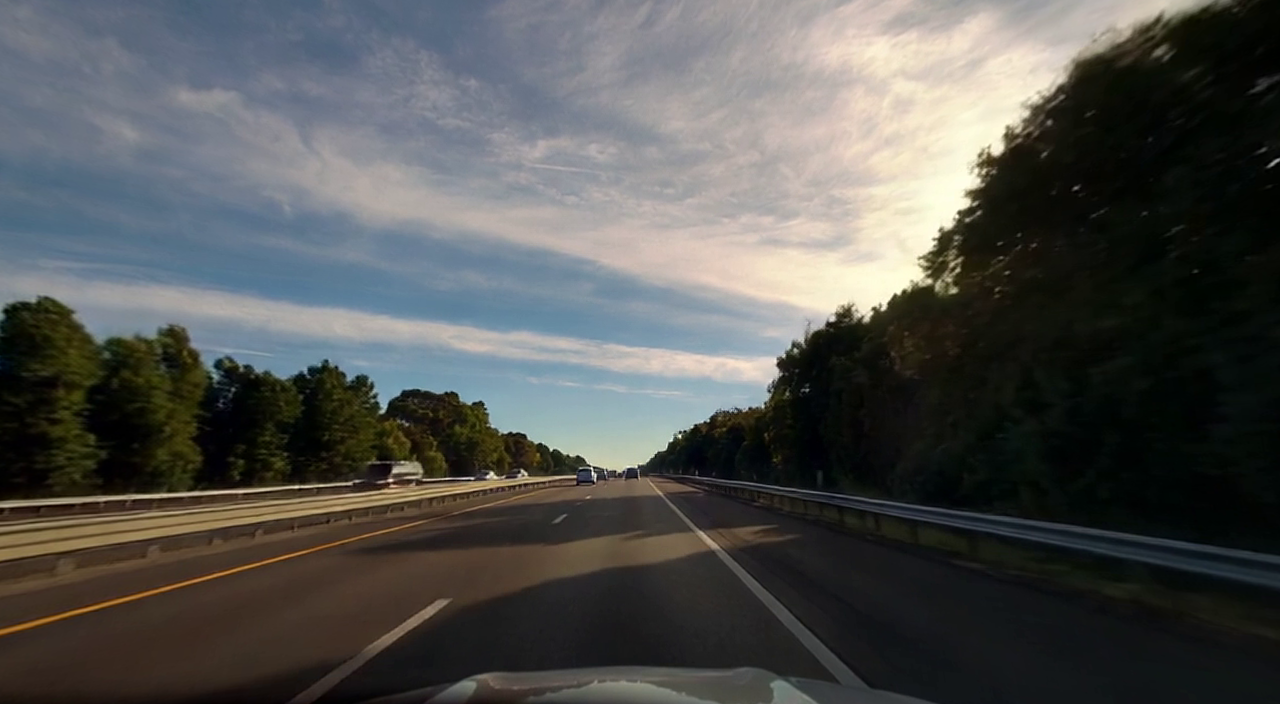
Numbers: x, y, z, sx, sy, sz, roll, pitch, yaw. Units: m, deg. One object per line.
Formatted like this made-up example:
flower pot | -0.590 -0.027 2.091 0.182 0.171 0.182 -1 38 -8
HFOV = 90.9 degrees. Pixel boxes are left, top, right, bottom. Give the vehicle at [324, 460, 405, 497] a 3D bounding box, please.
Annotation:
vehicle | -13.040 6.042 30.179 1.898 1.610 4.494 1 -11 -1

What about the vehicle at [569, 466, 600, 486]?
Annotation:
vehicle | -4.328 9.761 49.490 2.088 1.466 3.939 1 -11 0
